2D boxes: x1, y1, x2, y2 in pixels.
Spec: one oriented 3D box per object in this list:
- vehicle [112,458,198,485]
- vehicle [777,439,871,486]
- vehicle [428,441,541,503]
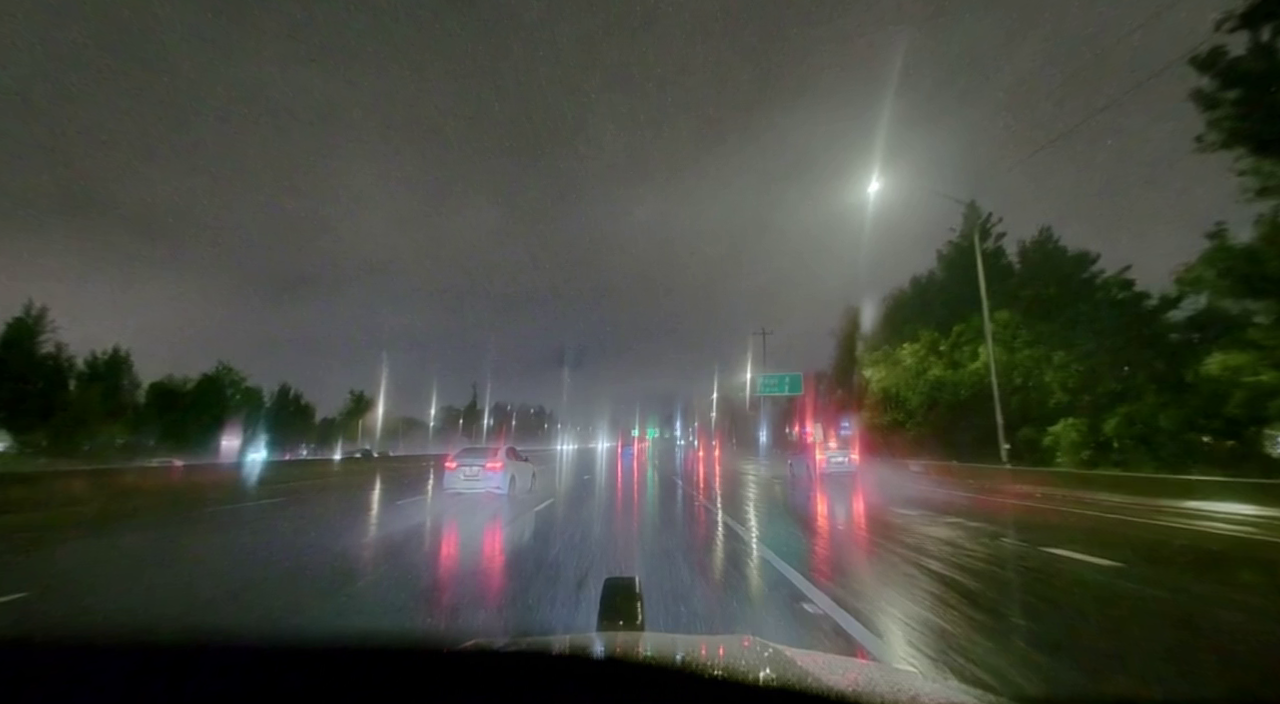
[{"bbox_3d":[-33.022,8.115,43.067,2.125,1.618,4.772,0,-9,0],"label":"vehicle"},{"bbox_3d":[6.812,4.132,23.960,2.035,1.566,5.409,0,-9,1],"label":"vehicle"},{"bbox_3d":[-4.295,3.380,18.193,2.071,1.553,4.388,0,-9,1],"label":"vehicle"}]
